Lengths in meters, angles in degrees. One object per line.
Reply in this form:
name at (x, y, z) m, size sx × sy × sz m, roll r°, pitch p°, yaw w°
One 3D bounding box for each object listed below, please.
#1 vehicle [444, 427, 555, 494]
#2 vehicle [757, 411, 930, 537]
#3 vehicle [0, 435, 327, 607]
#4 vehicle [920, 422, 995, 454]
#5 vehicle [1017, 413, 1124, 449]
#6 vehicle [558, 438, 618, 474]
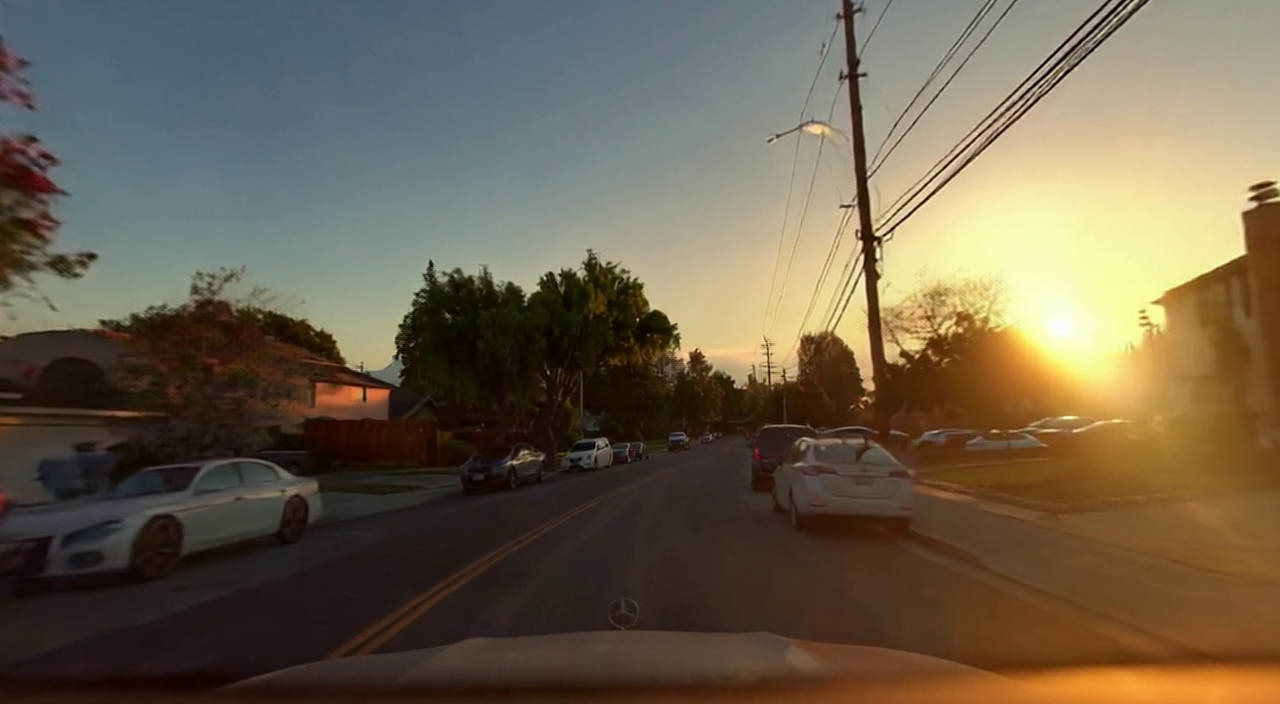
vehicle at (-4.992, 4.031, 23.414) m, size 2.353 × 2.037 × 5.358 m, roll -5°, pitch -11°, yaw 6°
vehicle at (3.441, 2.161, 11.823) m, size 2.032 × 1.810 × 5.047 m, roll -1°, pitch -9°, yaw 6°
vehicle at (-7.059, 2.230, 9.243) m, size 2.184 × 1.751 × 5.057 m, roll -4°, pitch -9°, yaw 3°
vehicle at (17.596, 4.800, 35.247) m, size 2.079 × 1.675 × 3.855 m, roll 0°, pitch -8°, yaw -2°
vehicle at (22.911, 4.305, 33.939) m, size 2.253 × 1.805 × 4.842 m, roll 0°, pitch -9°, yaw -1°
vehicle at (-2.836, 5.832, 35.771) m, size 2.192 × 1.873 × 4.985 m, roll -2°, pitch -9°, yaw 9°
